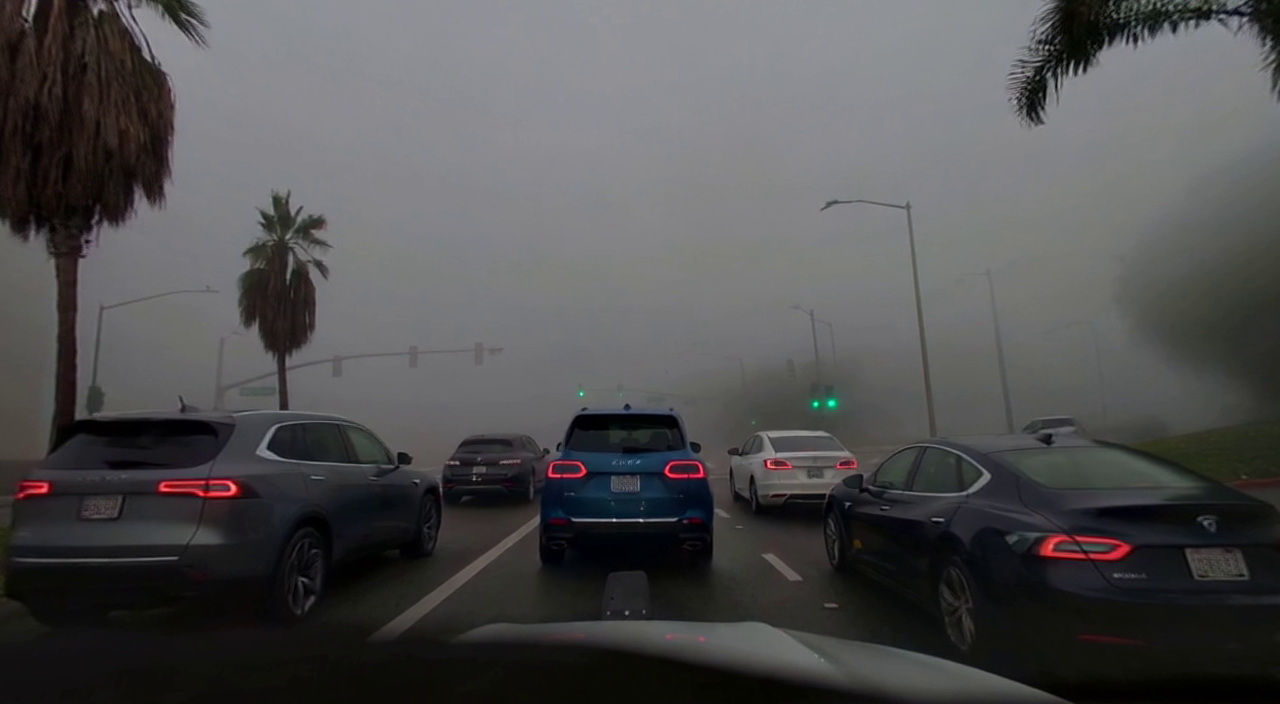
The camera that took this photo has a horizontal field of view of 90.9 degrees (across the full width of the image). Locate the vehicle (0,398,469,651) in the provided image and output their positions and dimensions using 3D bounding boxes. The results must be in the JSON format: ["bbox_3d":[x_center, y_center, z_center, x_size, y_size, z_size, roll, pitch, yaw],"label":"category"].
[{"bbox_3d":[-3.355,1.385,6.158,2.014,1.534,4.455,0,-8,1],"label":"vehicle"}]

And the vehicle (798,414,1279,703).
[{"bbox_3d":[2.969,1.388,5.355,2.017,1.491,4.611,0,-8,-1],"label":"vehicle"}]

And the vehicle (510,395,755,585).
[{"bbox_3d":[-0.132,1.604,8.127,2.280,1.747,4.361,0,-8,-2],"label":"vehicle"}]
